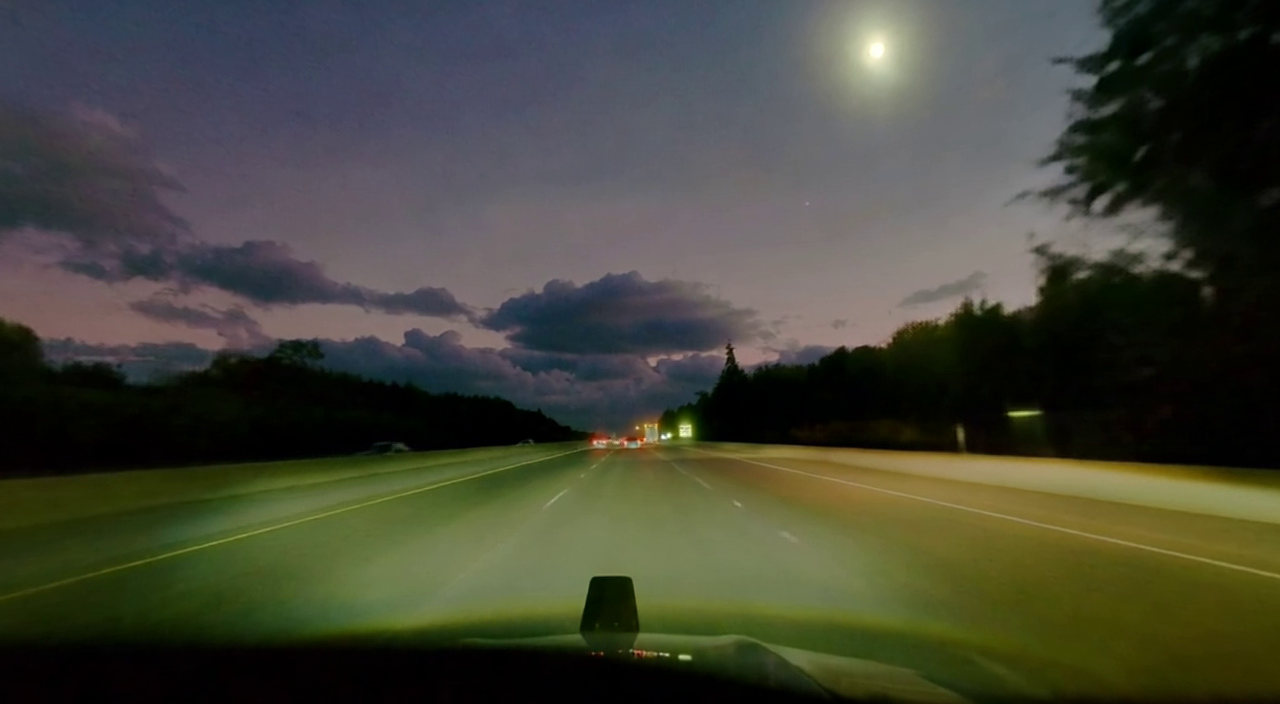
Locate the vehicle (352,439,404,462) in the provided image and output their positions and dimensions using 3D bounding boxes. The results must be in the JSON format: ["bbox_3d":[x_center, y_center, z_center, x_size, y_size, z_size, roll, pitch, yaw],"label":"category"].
[{"bbox_3d":[-17.085,6.443,41.271,1.845,1.402,3.609,0,-8,-1],"label":"vehicle"}]
